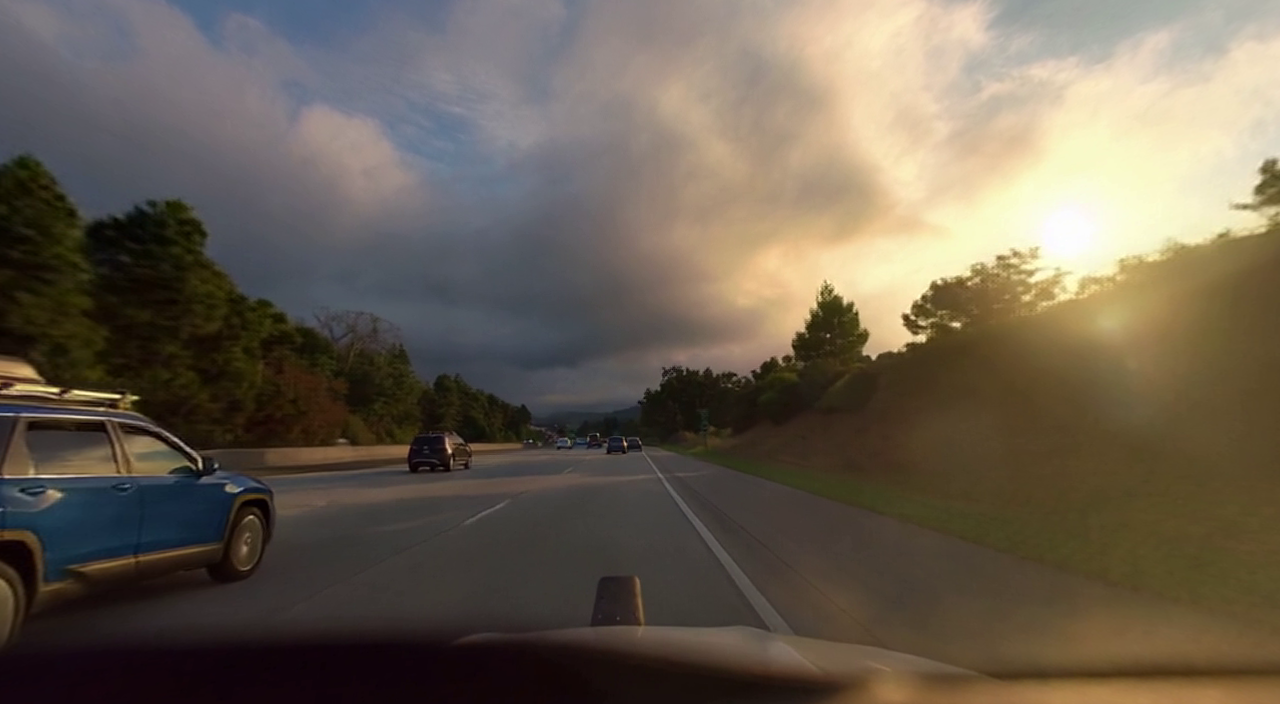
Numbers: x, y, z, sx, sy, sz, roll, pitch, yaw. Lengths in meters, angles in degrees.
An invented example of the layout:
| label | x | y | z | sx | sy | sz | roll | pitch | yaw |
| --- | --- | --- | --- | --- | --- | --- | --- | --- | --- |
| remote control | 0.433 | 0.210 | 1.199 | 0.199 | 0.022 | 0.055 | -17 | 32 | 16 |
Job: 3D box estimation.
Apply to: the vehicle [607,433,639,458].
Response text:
| label | x | y | z | sx | sy | sz | roll | pitch | yaw |
| --- | --- | --- | --- | --- | --- | --- | --- | --- | --- |
| vehicle | -1.193 | 6.628 | 44.901 | 2.178 | 1.658 | 3.916 | 0 | -8 | -1 |

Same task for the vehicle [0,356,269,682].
| label | x | y | z | sx | sy | sz | roll | pitch | yaw |
| --- | --- | --- | --- | --- | --- | --- | --- | --- | --- |
| vehicle | -4.507 | 0.924 | 3.549 | 2.069 | 1.748 | 4.652 | 0 | -8 | -1 |

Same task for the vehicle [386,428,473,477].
| label | x | y | z | sx | sy | sz | roll | pitch | yaw |
| --- | --- | --- | --- | --- | --- | --- | --- | --- | --- |
| vehicle | -8.226 | 3.940 | 25.047 | 1.964 | 1.745 | 4.338 | 0 | -8 | 0 |

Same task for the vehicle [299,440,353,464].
| label | x | y | z | sx | sy | sz | roll | pitch | yaw |
| --- | --- | --- | --- | --- | --- | --- | --- | --- | --- |
| vehicle | -21.239 | 6.783 | 42.805 | 1.729 | 1.483 | 3.790 | 0 | -7 | 0 |
